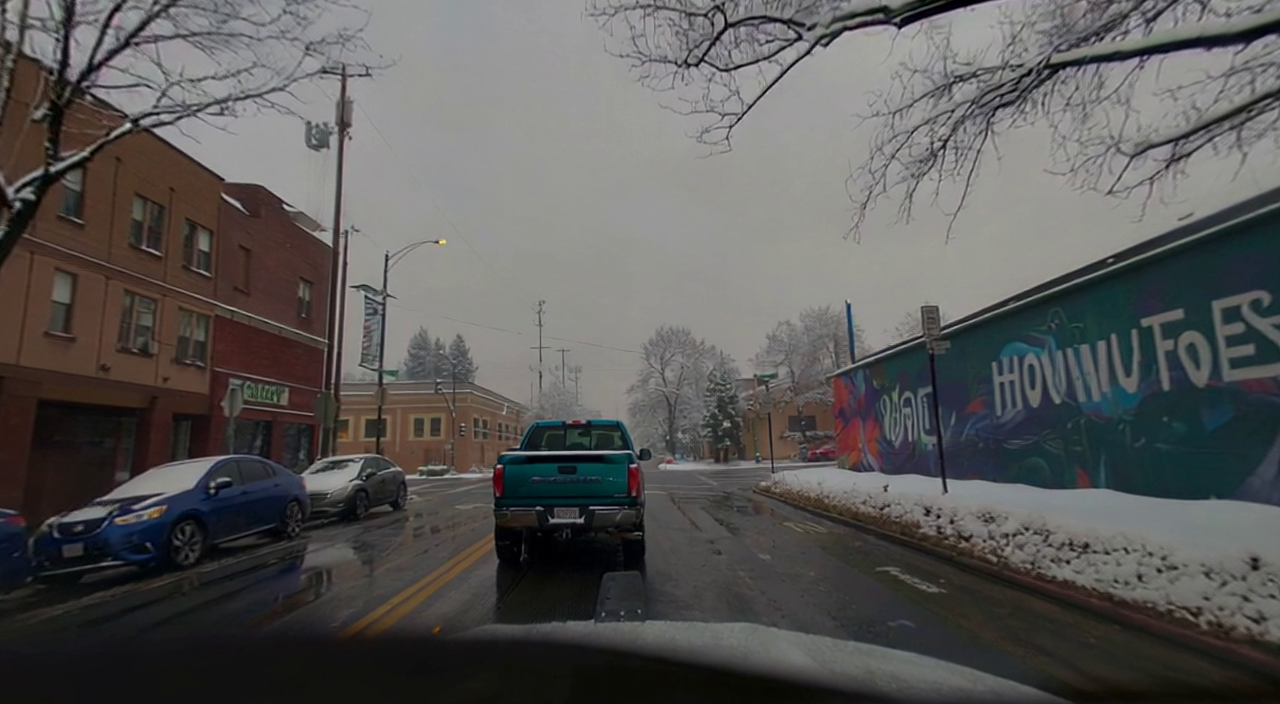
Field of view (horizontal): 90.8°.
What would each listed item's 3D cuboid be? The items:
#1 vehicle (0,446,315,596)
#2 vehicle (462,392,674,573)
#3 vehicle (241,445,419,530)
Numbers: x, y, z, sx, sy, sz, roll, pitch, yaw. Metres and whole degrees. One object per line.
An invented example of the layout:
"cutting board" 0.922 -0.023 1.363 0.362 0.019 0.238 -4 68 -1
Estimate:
"vehicle" -7.229 2.437 10.131 1.882 1.686 4.489 -4 -8 -3
"vehicle" -0.733 1.711 9.020 2.215 1.882 4.611 0 -8 1
"vehicle" -7.388 3.214 15.801 1.884 1.730 5.076 0 -8 0
